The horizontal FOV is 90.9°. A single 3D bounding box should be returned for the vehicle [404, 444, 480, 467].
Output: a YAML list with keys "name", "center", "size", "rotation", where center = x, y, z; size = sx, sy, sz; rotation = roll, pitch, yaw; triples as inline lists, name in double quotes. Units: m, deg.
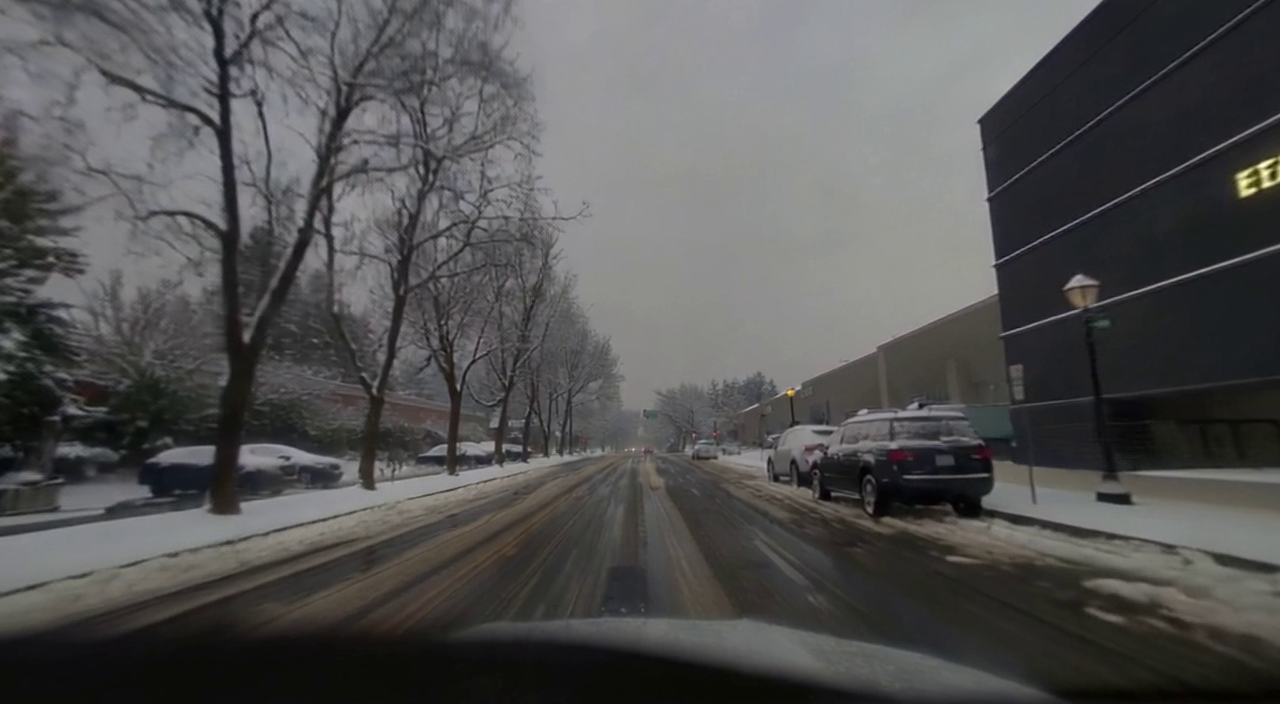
- name: "vehicle"
  center: [-14.532, 7.660, 46.612]
  size: [4.954, 1.614, 2.227]
  rotation: [0, -9, -5]

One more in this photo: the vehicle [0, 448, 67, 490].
- name: "vehicle"
  center: [-25.545, 4.645, 25.254]
  size: [1.982, 1.565, 4.910]
  rotation: [3, -9, -19]

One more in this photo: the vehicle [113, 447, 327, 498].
- name: "vehicle"
  center: [-13.064, 3.763, 19.880]
  size: [5.269, 1.491, 2.133]
  rotation: [-1, -9, 2]

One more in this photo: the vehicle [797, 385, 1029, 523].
- name: "vehicle"
  center: [5.783, 2.341, 14.727]
  size: [2.596, 2.509, 6.178]
  rotation: [0, -9, 0]

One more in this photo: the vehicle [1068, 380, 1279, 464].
- name: "vehicle"
  center: [19.074, 2.678, 23.152]
  size: [2.341, 2.648, 6.024]
  rotation: [1, -8, -1]
